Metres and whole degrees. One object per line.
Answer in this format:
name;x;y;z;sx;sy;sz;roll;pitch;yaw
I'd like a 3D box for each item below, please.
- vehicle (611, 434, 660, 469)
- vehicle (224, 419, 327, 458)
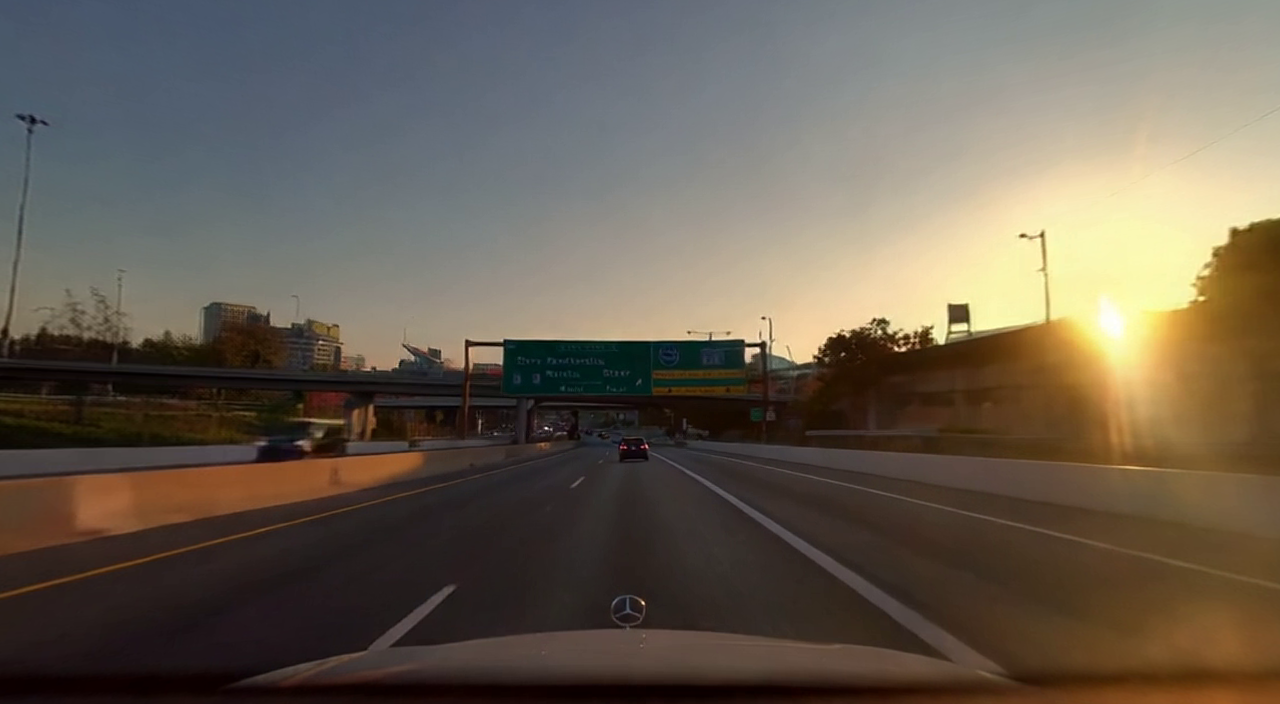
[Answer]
vehicle;-0.202;4.641;29.483;2.130;1.512;4.057;1;-8;0
vehicle;-15.531;3.752;27.123;1.869;1.509;4.284;1;-8;0
